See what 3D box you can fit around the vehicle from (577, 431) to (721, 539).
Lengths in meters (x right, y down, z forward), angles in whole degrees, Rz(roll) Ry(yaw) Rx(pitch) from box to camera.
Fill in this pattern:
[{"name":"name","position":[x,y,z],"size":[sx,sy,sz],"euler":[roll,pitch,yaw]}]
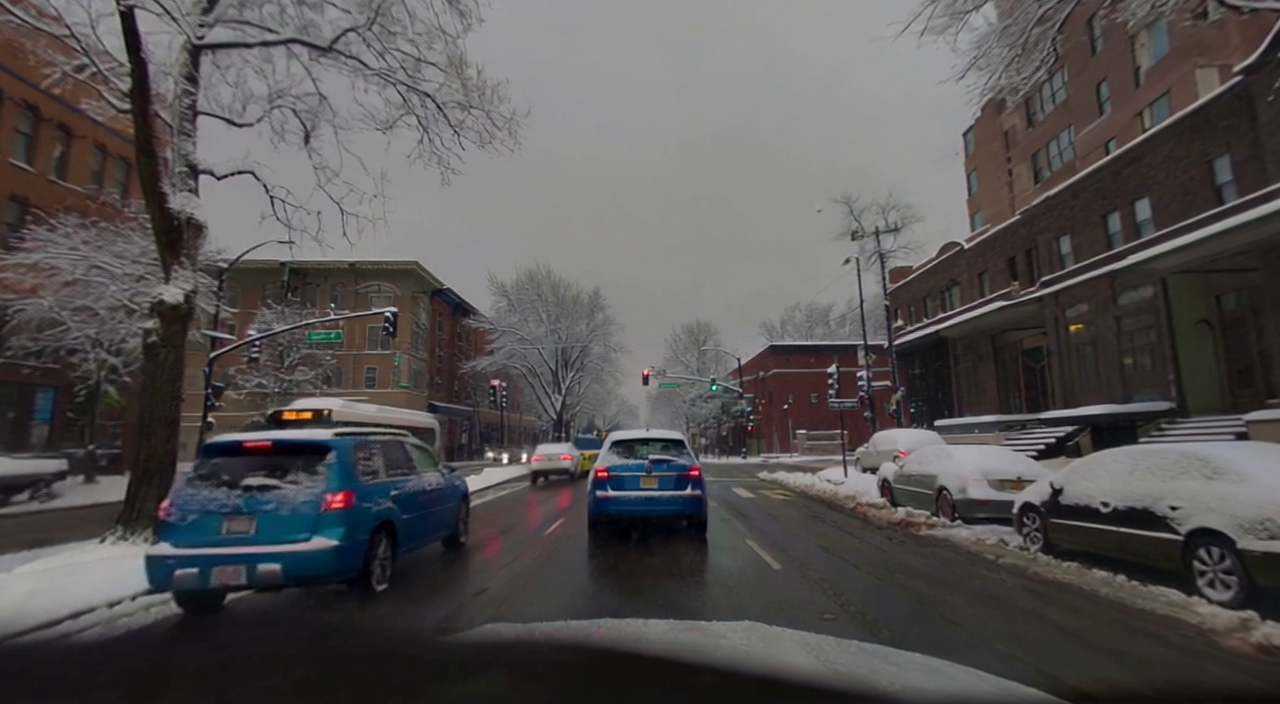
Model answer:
[{"name":"vehicle","position":[0.095,2.138,10.670],"size":[2.022,1.481,3.564],"euler":[0,-9,-1]}]

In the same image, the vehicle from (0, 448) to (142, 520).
[{"name":"vehicle","position":[-16.225,3.459,16.953],"size":[1.914,1.690,4.461],"euler":[0,-9,1]}]

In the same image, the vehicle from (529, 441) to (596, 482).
[{"name":"vehicle","position":[-3.007,4.359,25.455],"size":[2.131,1.486,4.089],"euler":[0,-9,1]}]

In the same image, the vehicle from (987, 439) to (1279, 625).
[{"name":"vehicle","position":[5.997,1.697,6.820],"size":[1.873,1.453,4.579],"euler":[0,-9,0]}]

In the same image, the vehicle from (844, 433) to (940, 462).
[{"name":"vehicle","position":[16.466,6.284,41.427],"size":[5.345,1.811,2.175],"euler":[0,-9,-1]}]

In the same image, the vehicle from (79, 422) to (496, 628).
[{"name":"vehicle","position":[-3.109,1.615,6.953],"size":[1.970,1.492,4.534],"euler":[0,-9,0]}]
